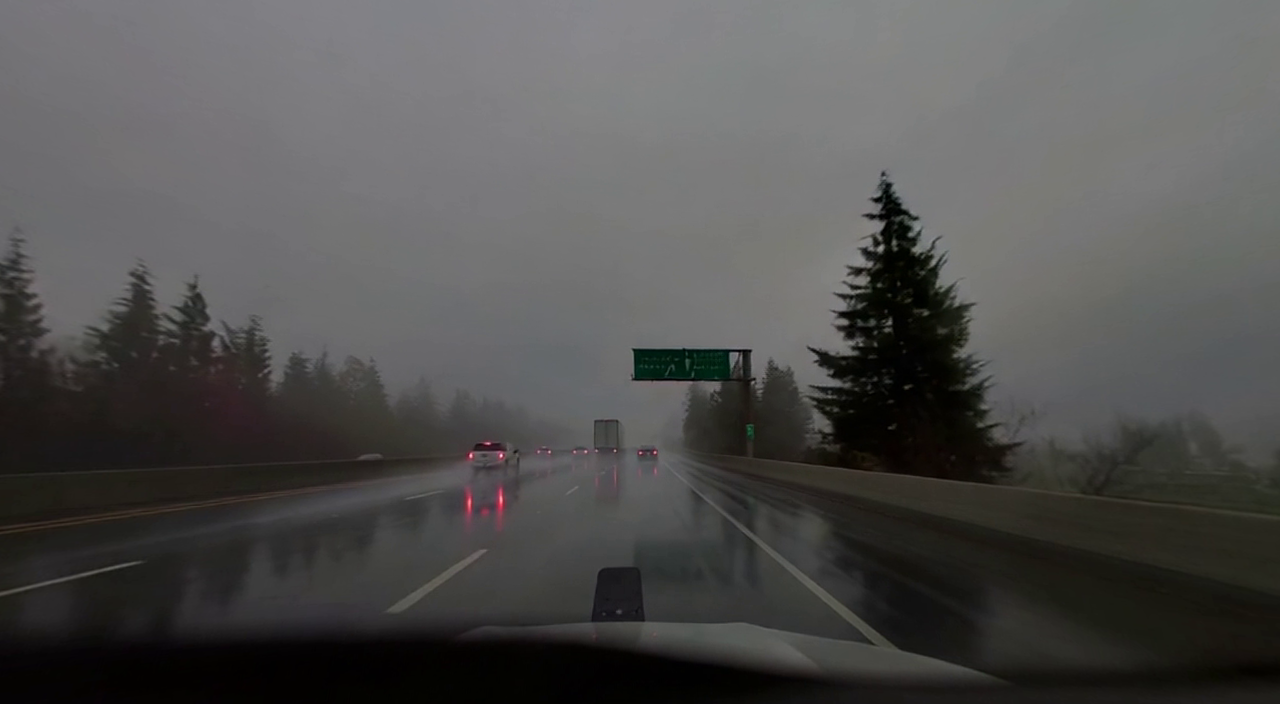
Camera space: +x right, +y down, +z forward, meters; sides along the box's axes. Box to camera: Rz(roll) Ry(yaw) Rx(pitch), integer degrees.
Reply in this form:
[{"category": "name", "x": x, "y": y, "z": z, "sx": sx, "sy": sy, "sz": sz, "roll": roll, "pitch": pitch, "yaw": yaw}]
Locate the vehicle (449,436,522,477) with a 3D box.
[{"category": "vehicle", "x": -7.384, "y": 5.050, "z": 30.797, "sx": 2.115, "sy": 1.778, "sz": 5.572, "roll": 0, "pitch": -9, "yaw": 0}]
